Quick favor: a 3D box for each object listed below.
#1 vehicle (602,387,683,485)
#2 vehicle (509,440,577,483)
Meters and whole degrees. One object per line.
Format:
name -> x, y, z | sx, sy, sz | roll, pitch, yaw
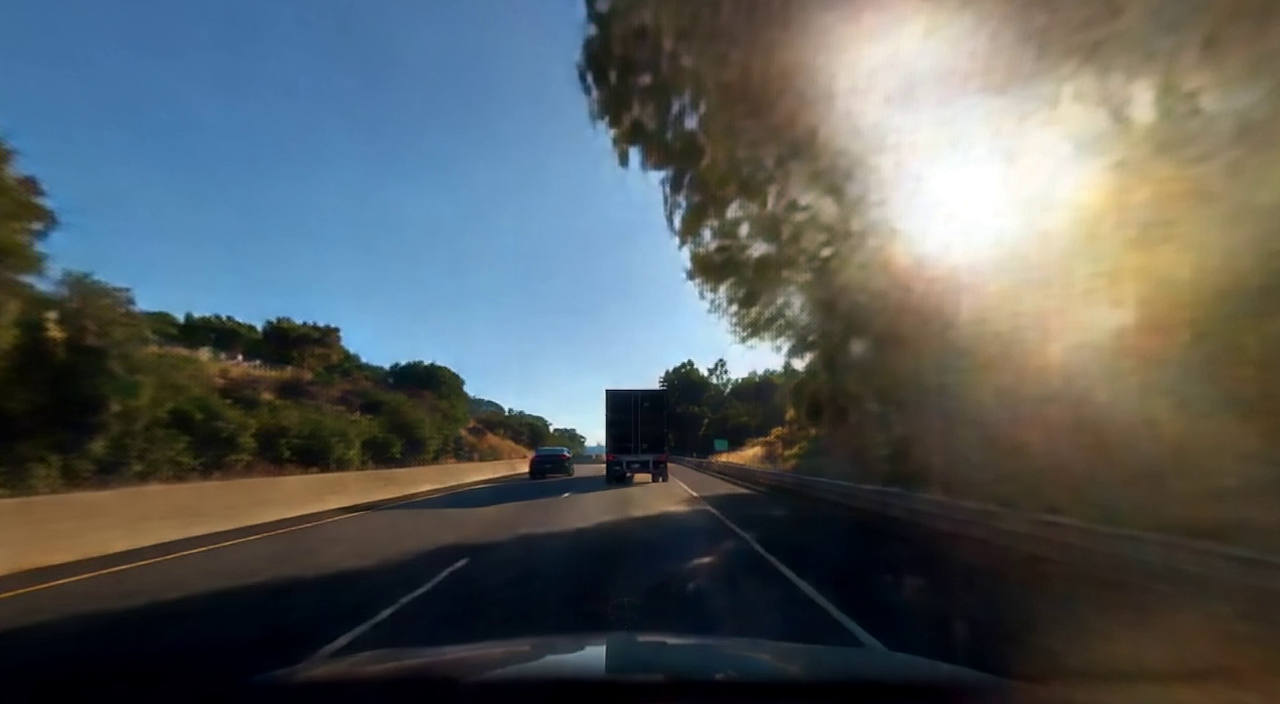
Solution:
vehicle -> -0.010, 3.696, 27.183 | 2.913, 3.530, 8.648 | 0, -9, -1
vehicle -> -3.965, 4.571, 26.562 | 2.160, 1.661, 4.388 | 0, -9, 0
